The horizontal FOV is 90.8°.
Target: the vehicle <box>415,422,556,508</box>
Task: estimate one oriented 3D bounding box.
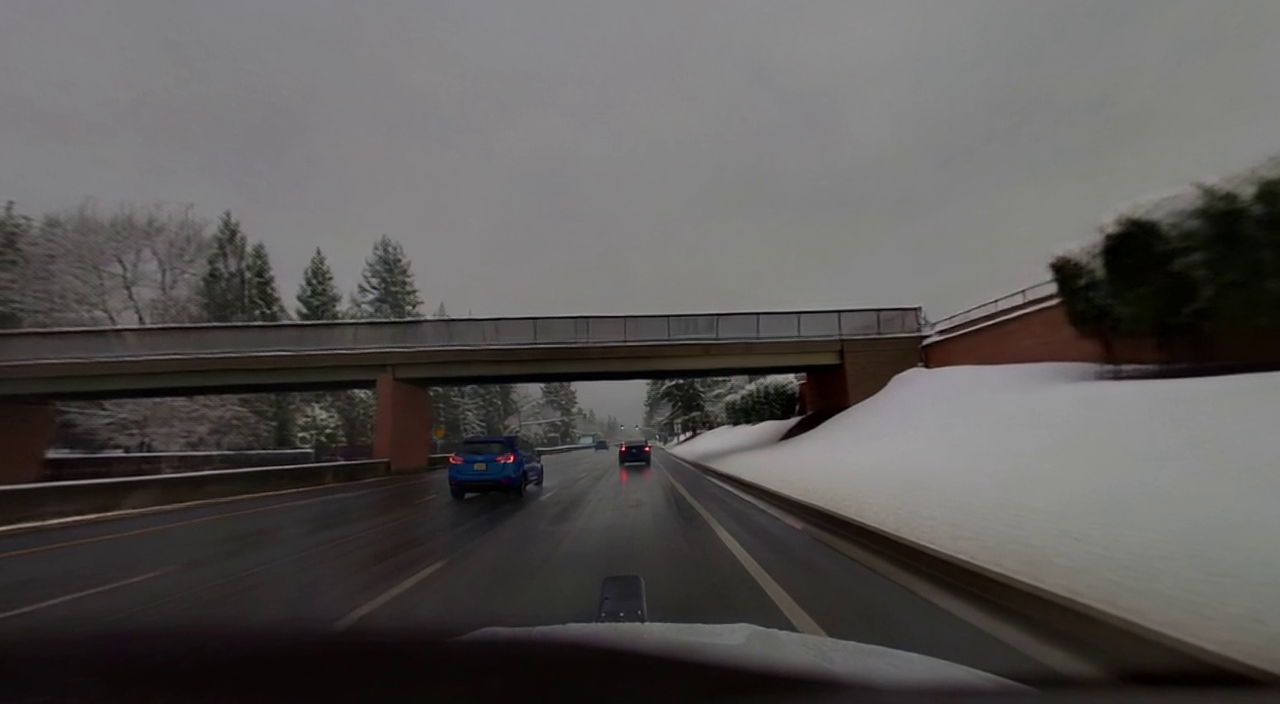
[{"bbox_3d":[-3.550,2.723,15.615,2.223,1.771,4.581,-1,-8,1],"label":"vehicle"}]

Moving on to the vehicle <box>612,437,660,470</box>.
[{"bbox_3d":[-0.200,5.003,31.347,2.205,1.509,4.272,0,-8,-1],"label":"vehicle"}]
